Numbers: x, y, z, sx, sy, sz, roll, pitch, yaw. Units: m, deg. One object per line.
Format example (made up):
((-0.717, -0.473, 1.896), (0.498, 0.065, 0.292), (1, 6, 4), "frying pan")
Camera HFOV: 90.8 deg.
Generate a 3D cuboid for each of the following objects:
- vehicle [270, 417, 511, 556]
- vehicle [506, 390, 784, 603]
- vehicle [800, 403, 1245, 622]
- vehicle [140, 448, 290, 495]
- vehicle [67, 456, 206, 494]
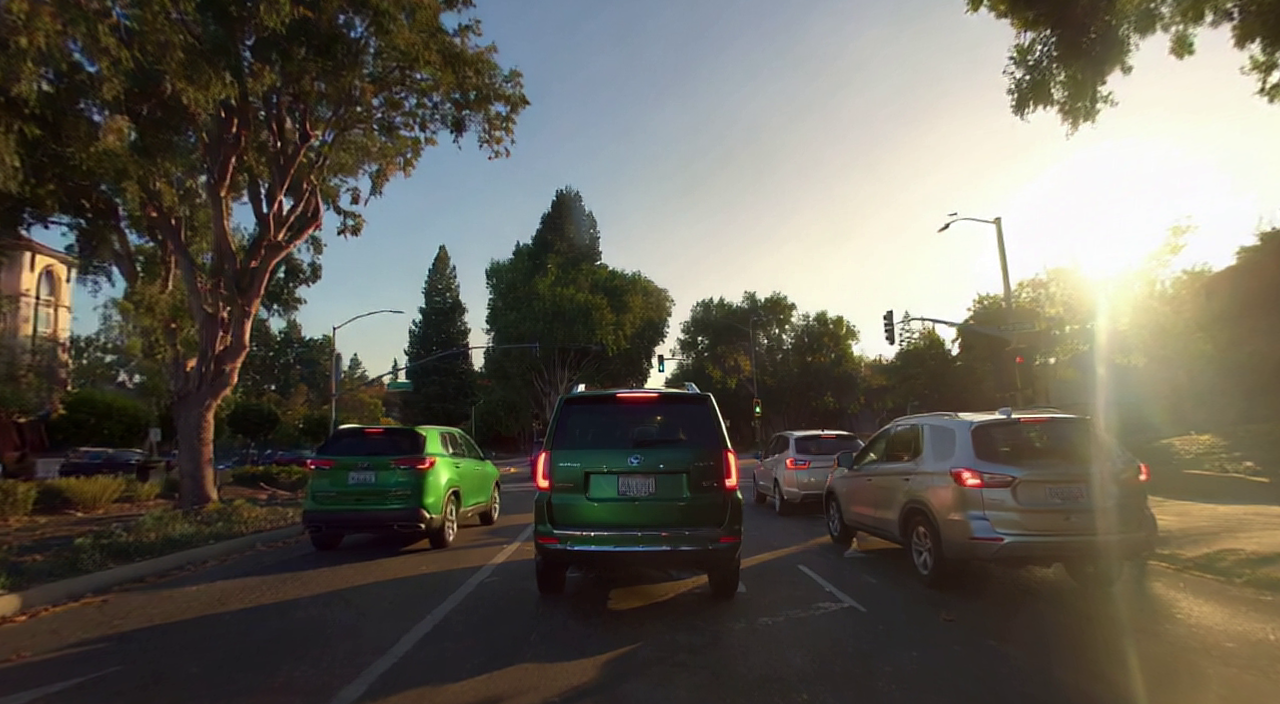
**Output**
((-3.383, 1.899, 9.583), (1.961, 1.639, 4.064), (0, -9, 0), "vehicle")
((0.028, 1.490, 7.256), (2.294, 1.761, 3.857), (0, -9, 0), "vehicle")
((3.480, 1.548, 7.047), (2.202, 1.657, 4.298), (0, -9, -1), "vehicle")
((-14.916, 4.192, 22.577), (2.206, 1.481, 4.481), (0, -9, 1), "vehicle")
((-22.234, 5.422, 28.220), (2.312, 1.443, 4.684), (0, -9, 1), "vehicle")
